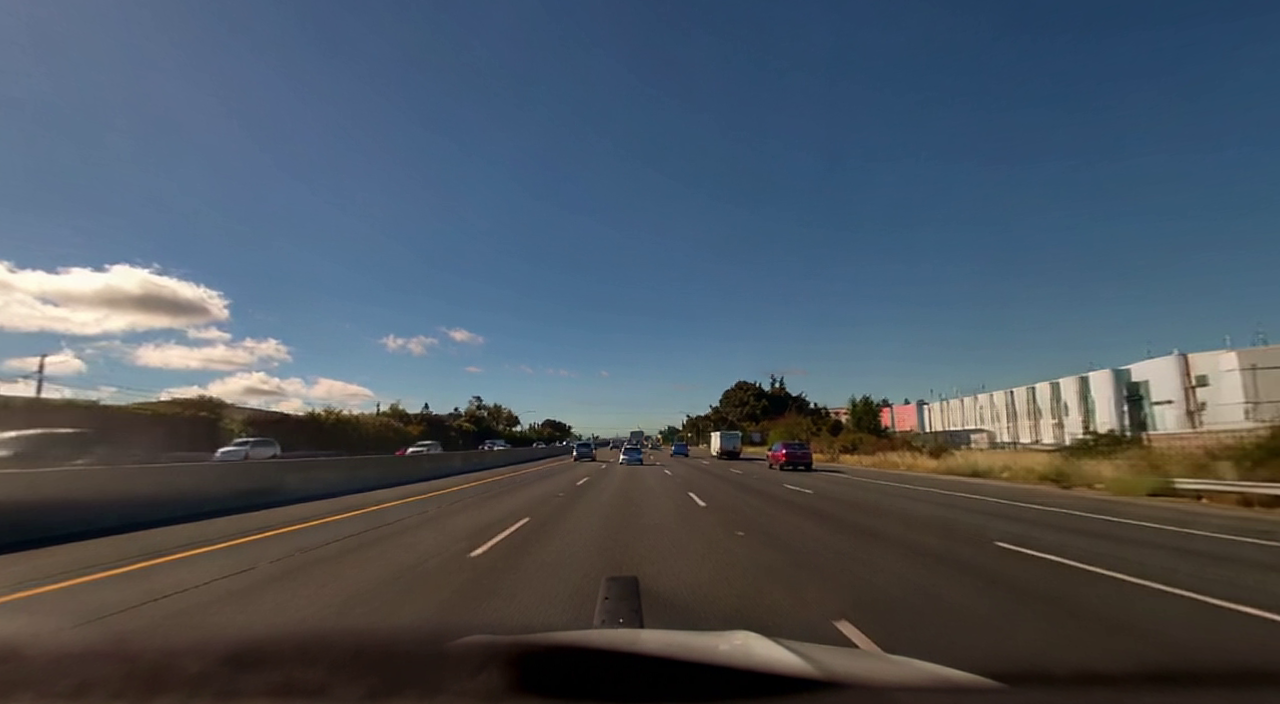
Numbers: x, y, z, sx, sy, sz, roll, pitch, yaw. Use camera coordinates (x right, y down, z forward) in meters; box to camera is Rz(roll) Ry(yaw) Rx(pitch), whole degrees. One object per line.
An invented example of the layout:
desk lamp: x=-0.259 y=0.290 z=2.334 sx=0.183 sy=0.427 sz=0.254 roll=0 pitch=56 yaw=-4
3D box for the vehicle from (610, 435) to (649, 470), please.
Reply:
vehicle: x=-0.529 y=5.504 z=34.857 sx=2.002 sy=1.759 sz=4.658 roll=0 pitch=-8 yaw=0

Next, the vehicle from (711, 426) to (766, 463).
vehicle: x=6.919 y=6.648 z=45.458 sx=2.790 sy=2.473 sz=6.815 roll=0 pitch=-8 yaw=0

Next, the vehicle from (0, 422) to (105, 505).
vehicle: x=-14.006 y=2.370 z=13.511 sx=1.715 sy=1.682 sz=3.811 roll=0 pitch=-8 yaw=0

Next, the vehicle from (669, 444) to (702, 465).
vehicle: x=3.063 y=6.916 z=42.934 sx=1.816 sy=1.353 sz=3.809 roll=0 pitch=-8 yaw=-2

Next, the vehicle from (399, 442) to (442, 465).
vehicle: x=-14.202 y=6.591 z=41.005 sx=1.546 sy=1.405 sz=3.307 roll=0 pitch=-8 yaw=0

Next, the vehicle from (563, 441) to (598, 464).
vehicle: x=-4.434 y=7.535 z=47.678 sx=2.126 sy=1.631 sz=4.643 roll=0 pitch=-8 yaw=0

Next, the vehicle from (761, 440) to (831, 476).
vehicle: x=6.759 y=4.628 z=27.852 sx=1.879 sy=1.428 sz=4.402 roll=0 pitch=-8 yaw=-2

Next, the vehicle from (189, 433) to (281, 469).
vehicle: x=-29.526 y=7.261 z=46.453 sx=2.378 sy=2.420 sz=6.571 roll=0 pitch=-8 yaw=0

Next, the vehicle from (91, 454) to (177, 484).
vehicle: x=-25.365 y=5.857 z=31.802 sx=1.538 sy=1.340 sz=3.294 roll=0 pitch=-8 yaw=1
